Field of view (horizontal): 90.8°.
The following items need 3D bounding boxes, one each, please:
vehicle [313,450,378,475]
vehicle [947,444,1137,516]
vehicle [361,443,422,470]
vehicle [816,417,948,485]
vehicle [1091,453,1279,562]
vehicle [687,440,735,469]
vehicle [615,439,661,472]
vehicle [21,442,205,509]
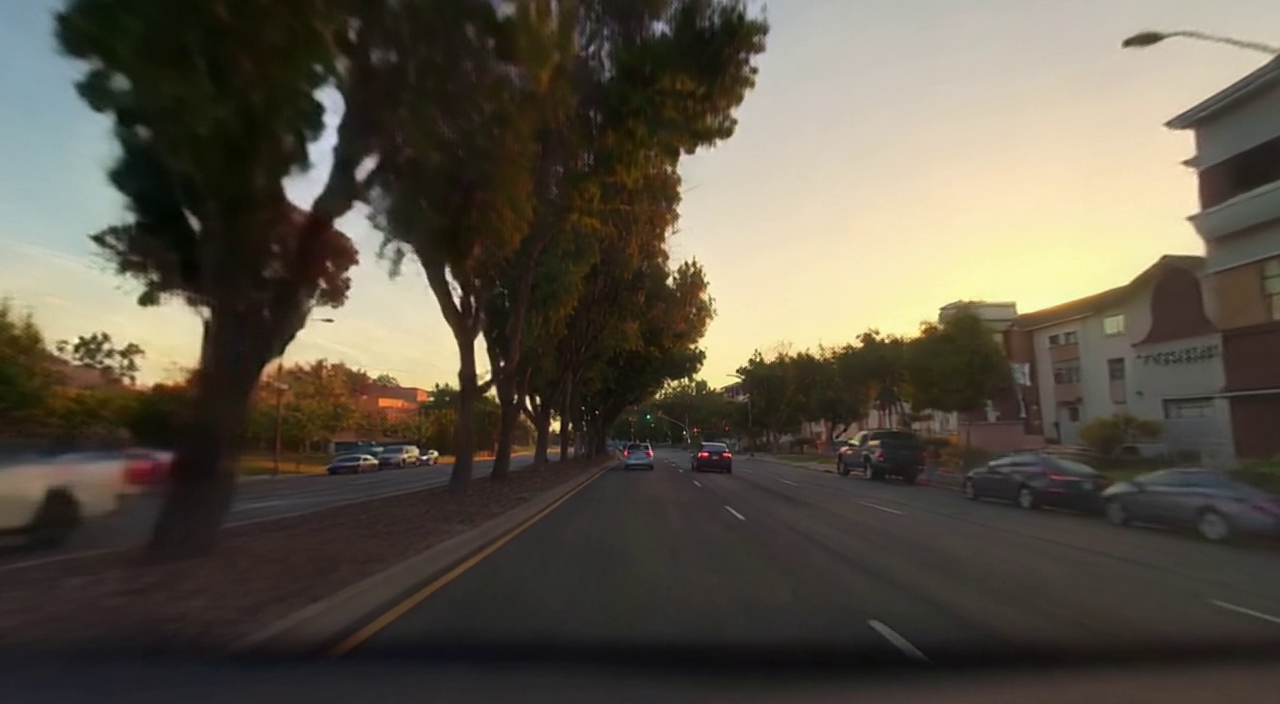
[{"bbox_3d":[-18.942,7.108,40.862,1.874,1.483,4.742,-1,-8,1],"label":"vehicle"},{"bbox_3d":[10.599,3.362,17.234,2.129,1.645,4.625,0,-8,0],"label":"vehicle"},{"bbox_3d":[-18.729,7.875,47.921,2.241,1.891,5.637,-1,-8,1],"label":"vehicle"},{"bbox_3d":[10.562,4.438,28.635,3.082,2.655,7.381,-1,-8,1],"label":"vehicle"},{"bbox_3d":[10.272,2.493,10.615,1.898,1.502,4.788,-1,-8,1],"label":"vehicle"},{"bbox_3d":[3.775,5.514,34.196,1.993,1.477,4.240,0,-8,-1],"label":"vehicle"},{"bbox_3d":[-0.122,5.039,30.945,2.101,1.444,4.248,0,-8,0],"label":"vehicle"},{"bbox_3d":[-19.139,4.415,23.409,2.240,2.112,5.268,0,-8,0],"label":"vehicle"}]
